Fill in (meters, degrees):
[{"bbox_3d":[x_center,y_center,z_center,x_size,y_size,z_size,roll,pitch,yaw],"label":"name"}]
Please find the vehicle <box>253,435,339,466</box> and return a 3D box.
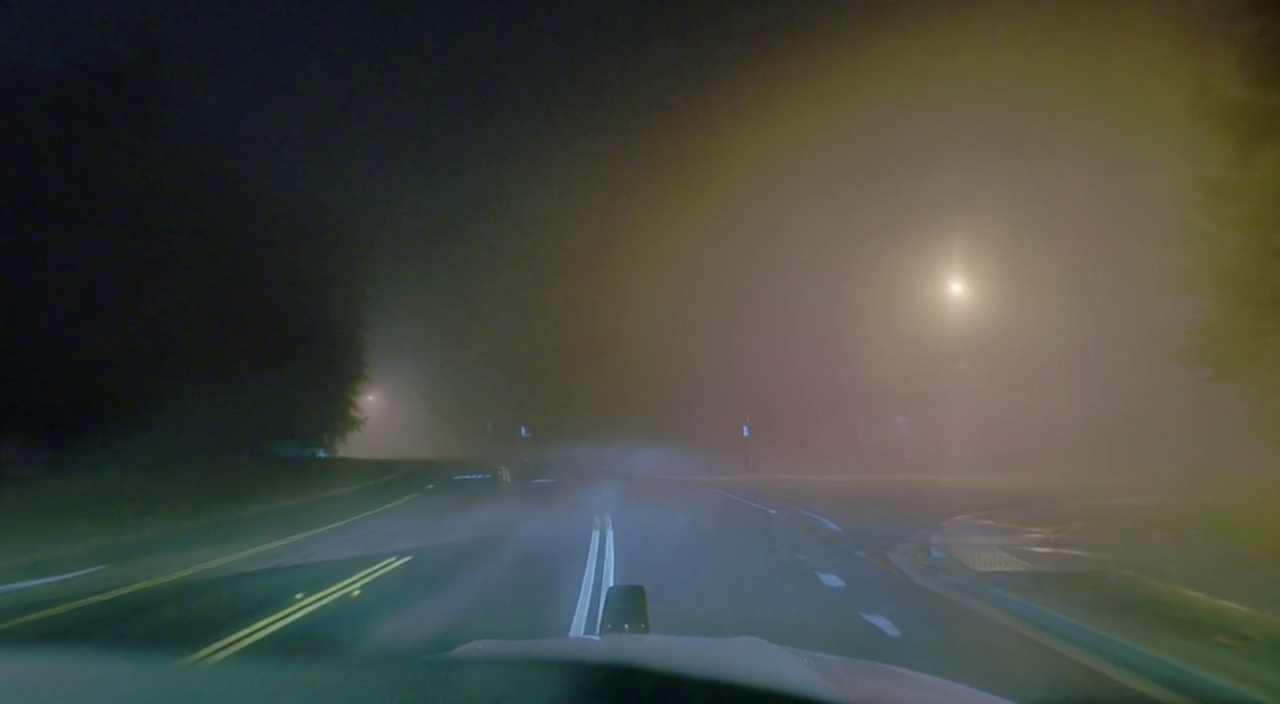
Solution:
[{"bbox_3d":[-23.166,6.647,42.516,4.699,1.996,2.116,-2,-9,11],"label":"vehicle"}]
